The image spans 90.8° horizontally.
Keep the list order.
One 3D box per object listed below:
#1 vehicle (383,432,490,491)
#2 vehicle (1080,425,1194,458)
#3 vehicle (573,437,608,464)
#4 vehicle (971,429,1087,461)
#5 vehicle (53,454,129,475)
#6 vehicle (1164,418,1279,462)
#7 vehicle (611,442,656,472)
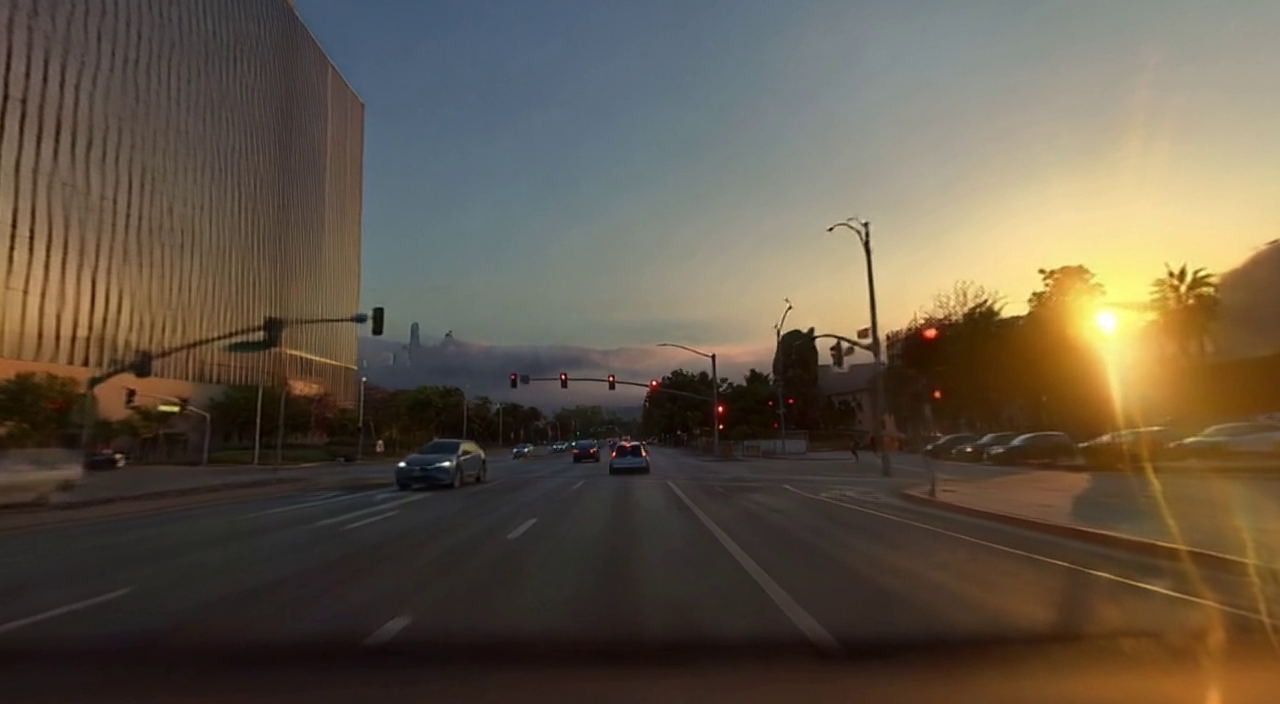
[{"bbox_3d":[-6.340,3.452,20.261,1.937,1.659,4.259,0,-8,1],"label":"vehicle"},{"bbox_3d":[27.234,4.932,34.805,4.424,1.713,1.887,-2,-8,16],"label":"vehicle"},{"bbox_3d":[-3.419,6.940,44.580,2.001,1.784,4.483,0,-8,1],"label":"vehicle"},{"bbox_3d":[20.356,4.915,33.281,4.778,1.588,1.822,-3,-9,17],"label":"vehicle"},{"bbox_3d":[-41.468,8.497,47.696,4.723,1.482,1.954,-3,-10,17],"label":"vehicle"},{"bbox_3d":[29.271,4.211,30.480,5.696,1.795,1.856,-5,-7,15],"label":"vehicle"},{"bbox_3d":[-0.334,5.153,31.252,2.050,1.385,4.096,0,-8,-1],"label":"vehicle"}]
